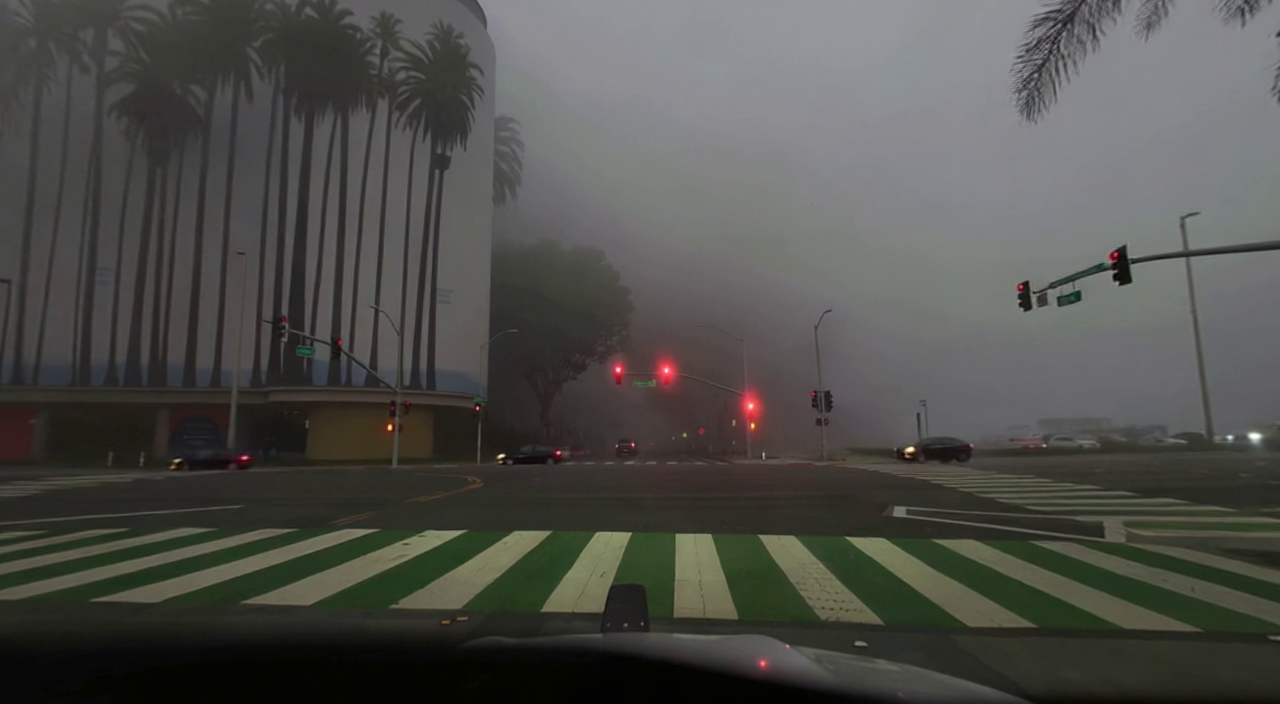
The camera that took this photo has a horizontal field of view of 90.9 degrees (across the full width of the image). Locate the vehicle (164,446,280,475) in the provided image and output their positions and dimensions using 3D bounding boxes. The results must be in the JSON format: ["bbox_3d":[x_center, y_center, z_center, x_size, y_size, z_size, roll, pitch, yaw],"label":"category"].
[{"bbox_3d":[-22.096,5.738,33.454,4.875,1.461,1.777,0,-8,1],"label":"vehicle"}]

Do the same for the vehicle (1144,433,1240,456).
[{"bbox_3d":[36.049,6.026,41.257,4.606,1.449,1.687,0,-8,1],"label":"vehicle"}]

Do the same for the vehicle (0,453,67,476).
[{"bbox_3d":[-41.664,7.622,42.778,3.698,1.508,1.779,0,-8,1],"label":"vehicle"}]

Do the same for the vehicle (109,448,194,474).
[{"bbox_3d":[-33.078,7.392,42.765,4.136,1.661,1.857,0,-8,0],"label":"vehicle"}]

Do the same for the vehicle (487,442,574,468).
[{"bbox_3d":[-6.427,6.066,37.245,4.784,1.465,1.798,0,-8,1],"label":"vehicle"}]

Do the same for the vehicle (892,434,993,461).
[{"bbox_3d":[17.524,5.554,36.658,4.893,1.458,1.791,0,-8,0],"label":"vehicle"}]
